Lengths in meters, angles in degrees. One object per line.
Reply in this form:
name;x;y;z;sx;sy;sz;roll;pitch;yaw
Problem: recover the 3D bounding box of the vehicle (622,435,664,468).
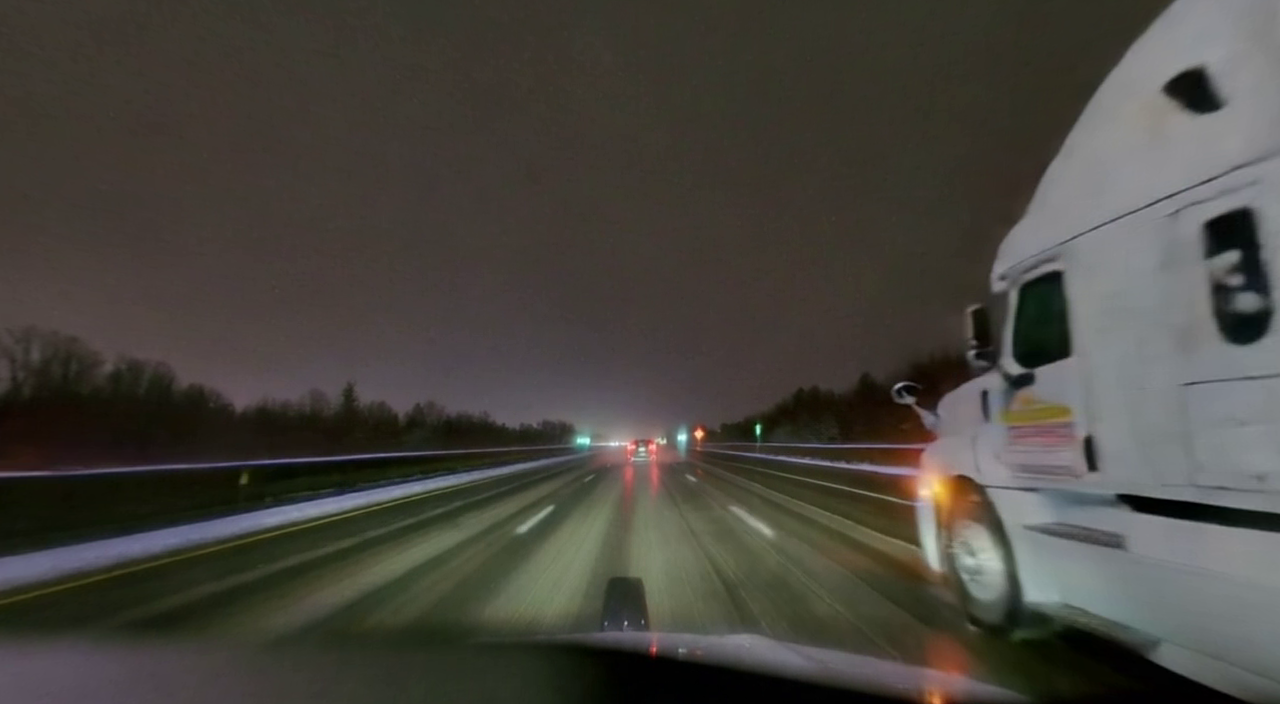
vehicle;0.158;5.262;33.369;2.111;1.635;4.177;0;-8;0
